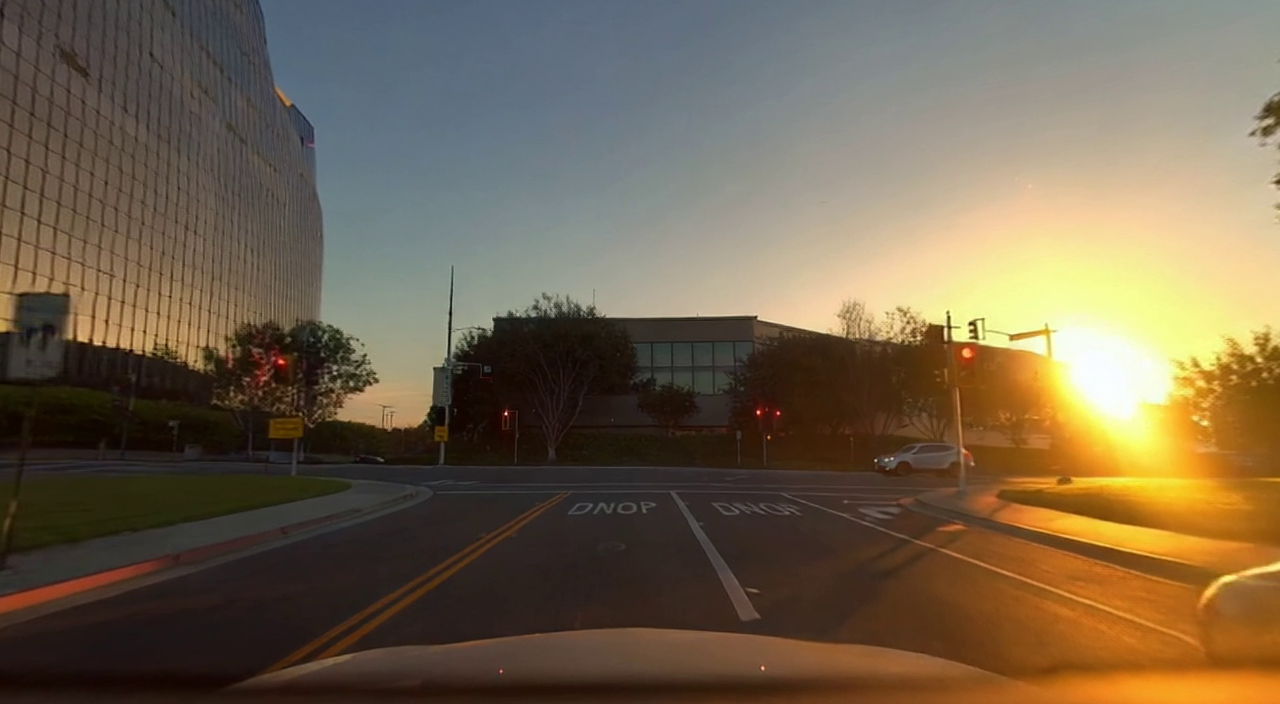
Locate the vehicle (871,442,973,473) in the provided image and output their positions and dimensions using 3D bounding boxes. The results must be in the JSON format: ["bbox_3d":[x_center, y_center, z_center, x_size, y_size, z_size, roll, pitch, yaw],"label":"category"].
[{"bbox_3d":[15.806,5.929,35.524,4.715,1.671,2.030,0,-8,0],"label":"vehicle"}]

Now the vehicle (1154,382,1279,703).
[{"bbox_3d":[3.212,0.606,0.231,2.036,1.583,4.911,-1,-8,2],"label":"vehicle"}]
